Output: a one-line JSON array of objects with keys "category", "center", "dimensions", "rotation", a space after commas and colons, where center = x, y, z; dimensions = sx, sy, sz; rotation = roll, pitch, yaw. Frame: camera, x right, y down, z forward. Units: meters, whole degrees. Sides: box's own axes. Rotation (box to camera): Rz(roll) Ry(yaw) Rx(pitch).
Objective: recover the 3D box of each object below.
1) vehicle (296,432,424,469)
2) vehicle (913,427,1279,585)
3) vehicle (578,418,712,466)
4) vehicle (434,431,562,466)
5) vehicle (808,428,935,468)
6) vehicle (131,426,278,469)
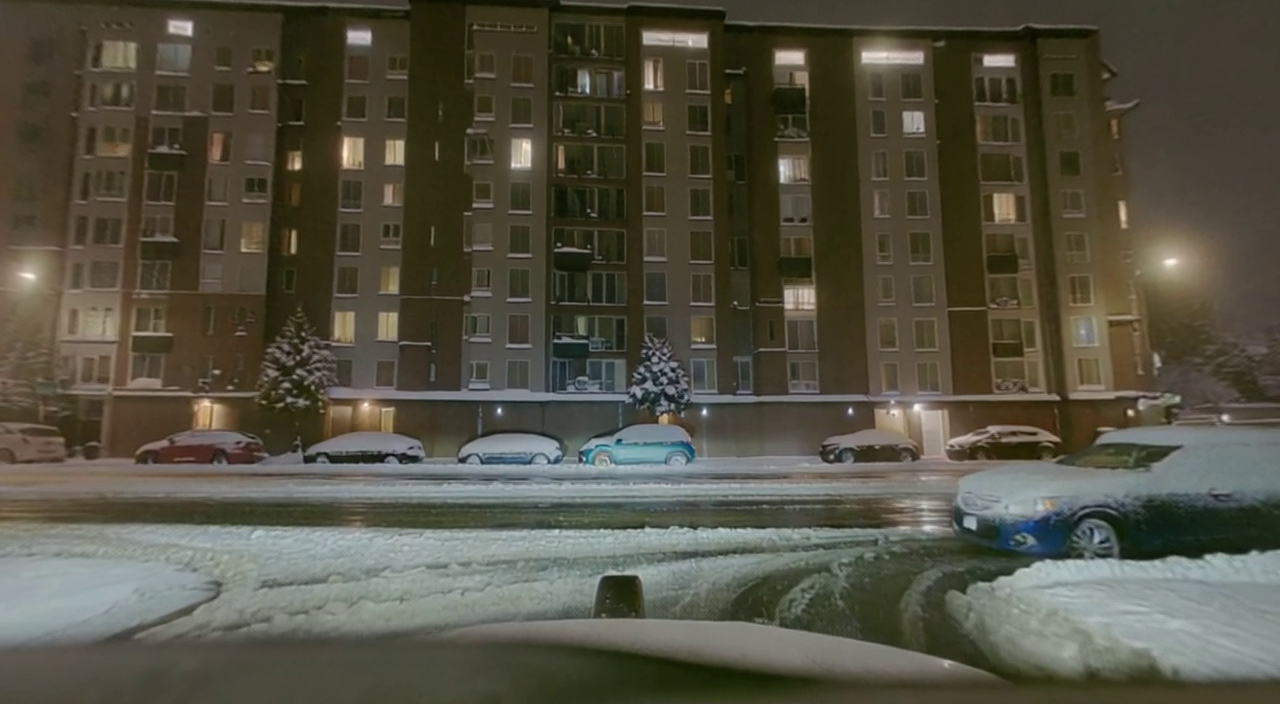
[{"category": "vehicle", "center": [-11.307, 4.015, 25.730], "dimensions": [4.336, 1.438, 1.776], "rotation": [0, -8, -3]}, {"category": "vehicle", "center": [5.945, 1.635, 7.238], "dimensions": [4.714, 1.471, 1.978], "rotation": [0, -5, 1]}, {"category": "vehicle", "center": [0.122, 3.737, 26.051], "dimensions": [5.299, 1.860, 2.098], "rotation": [1, -10, -4]}, {"category": "vehicle", "center": [-5.691, 3.971, 25.795], "dimensions": [4.851, 1.339, 1.785], "rotation": [0, -10, -2]}, {"category": "vehicle", "center": [9.527, 3.965, 26.211], "dimensions": [4.521, 1.411, 1.726], "rotation": [-2, -7, -4]}, {"category": "vehicle", "center": [-17.453, 3.837, 25.491], "dimensions": [4.426, 1.641, 1.889], "rotation": [0, -8, -4]}]
